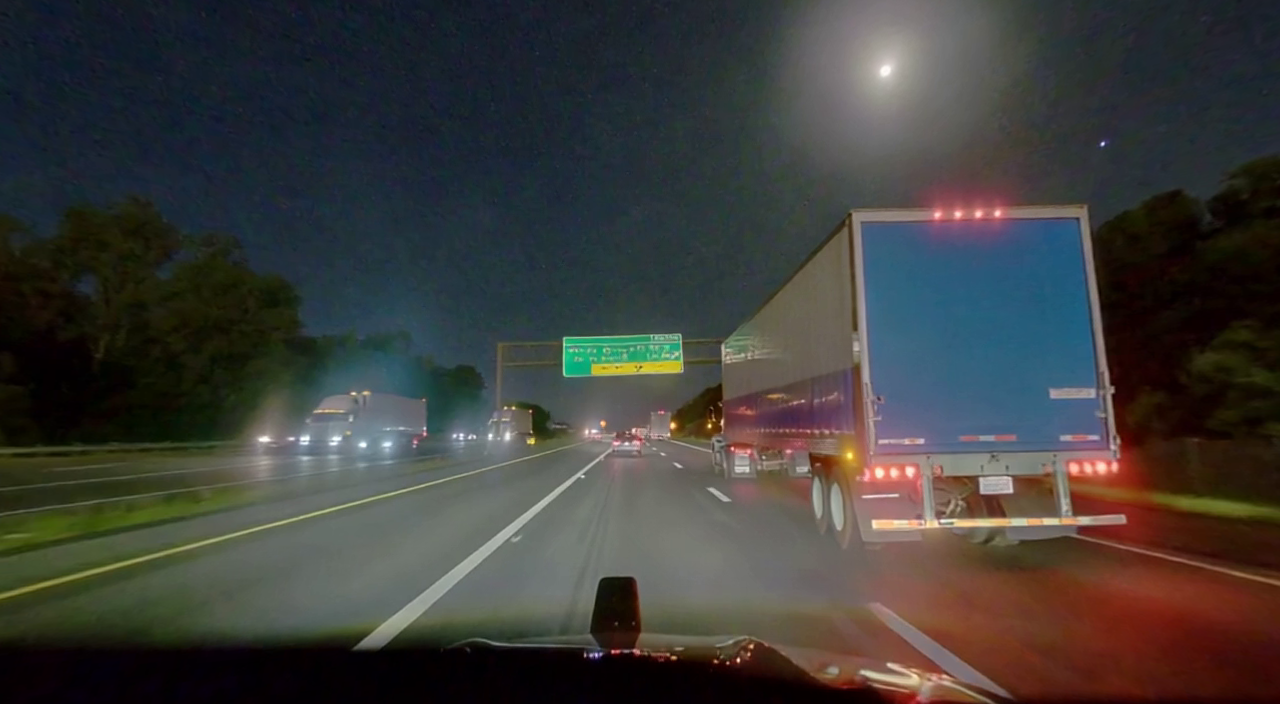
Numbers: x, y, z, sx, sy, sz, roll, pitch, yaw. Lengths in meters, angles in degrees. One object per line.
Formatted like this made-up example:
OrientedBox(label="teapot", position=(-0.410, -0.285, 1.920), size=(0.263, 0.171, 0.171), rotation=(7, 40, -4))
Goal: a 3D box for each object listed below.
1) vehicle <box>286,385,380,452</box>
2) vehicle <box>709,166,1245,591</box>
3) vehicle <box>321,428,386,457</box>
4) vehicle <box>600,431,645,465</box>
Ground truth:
OrientedBox(label="vehicle", position=(-19.614, 4.364, 40.734), size=(3.014, 3.985, 5.892), rotation=(0, -8, -1))
OrientedBox(label="vehicle", position=(3.405, 0.862, 10.809), size=(2.919, 3.634, 10.888), rotation=(0, -8, -1))
OrientedBox(label="vehicle", position=(-15.527, 4.899, 34.386), size=(1.788, 1.475, 3.811), rotation=(0, -8, -1))
OrientedBox(label="vehicle", position=(-0.808, 4.401, 29.173), size=(1.929, 1.469, 3.677), rotation=(0, -8, -1))
